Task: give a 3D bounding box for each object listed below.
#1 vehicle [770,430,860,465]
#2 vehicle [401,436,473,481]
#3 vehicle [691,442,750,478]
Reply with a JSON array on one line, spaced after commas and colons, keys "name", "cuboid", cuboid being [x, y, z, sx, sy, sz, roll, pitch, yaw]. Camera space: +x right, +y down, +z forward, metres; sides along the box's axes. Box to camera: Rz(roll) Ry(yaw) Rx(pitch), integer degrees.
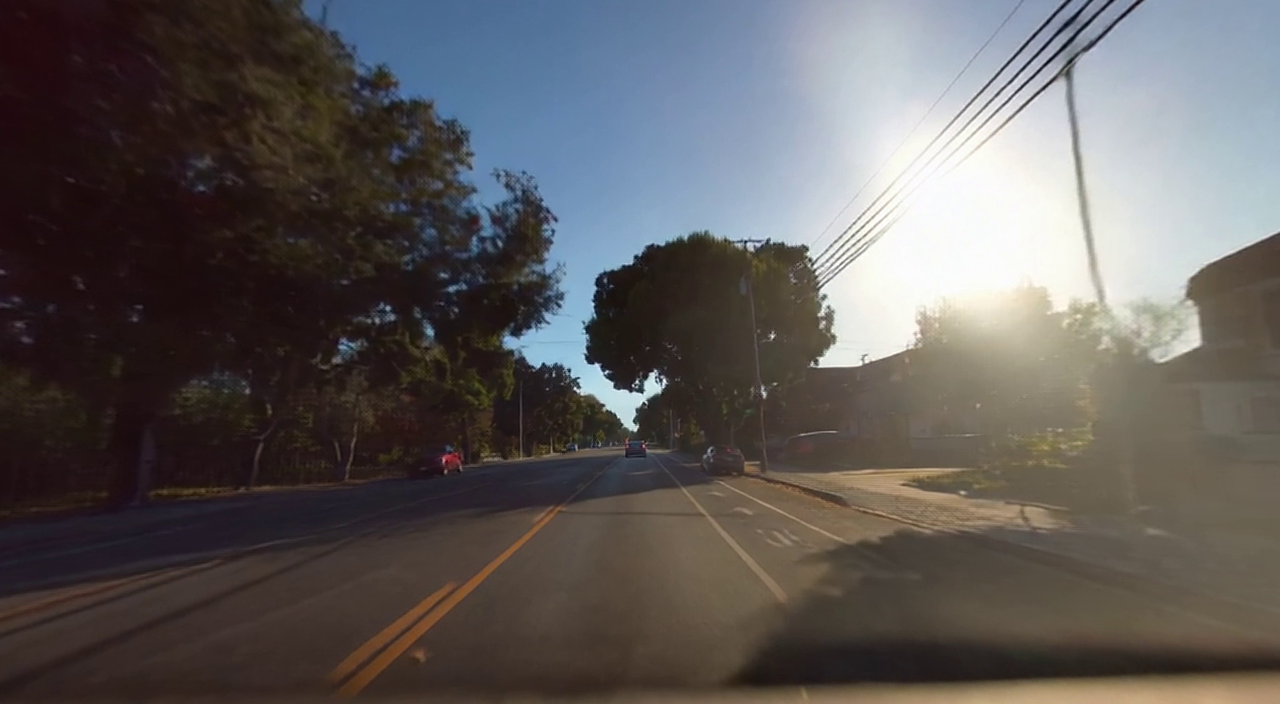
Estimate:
[{"name": "vehicle", "cuboid": [10.626, 5.782, 38.513, 4.709, 1.743, 1.965, -3, -8, -8]}, {"name": "vehicle", "cuboid": [-11.107, 5.827, 35.043, 2.111, 2.050, 5.328, -7, -8, -1]}, {"name": "vehicle", "cuboid": [3.774, 5.104, 30.271, 2.167, 1.535, 4.464, 1, -8, -1]}]
